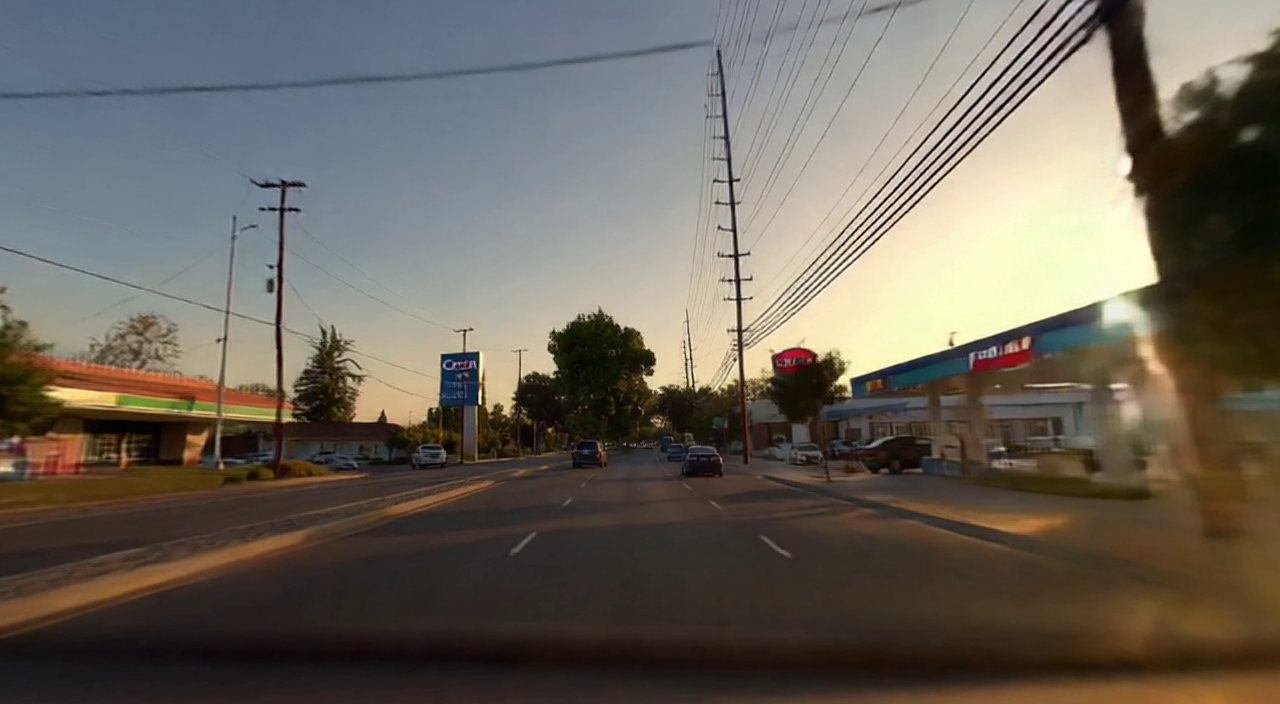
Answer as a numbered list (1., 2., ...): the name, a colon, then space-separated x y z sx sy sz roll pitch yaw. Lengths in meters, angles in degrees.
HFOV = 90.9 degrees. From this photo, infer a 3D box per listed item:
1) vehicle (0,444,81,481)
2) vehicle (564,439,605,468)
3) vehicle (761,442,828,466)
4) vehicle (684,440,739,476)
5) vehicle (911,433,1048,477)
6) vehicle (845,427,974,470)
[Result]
1. vehicle: -31.307 5.585 31.981 1.859 1.704 4.366 -1 -9 -1
2. vehicle: -3.331 6.200 38.576 2.047 1.664 4.148 0 -9 0
3. vehicle: 10.936 7.232 44.814 4.144 1.540 1.913 -1 -7 -7
4. vehicle: 3.338 5.028 30.134 1.978 1.455 4.195 3 -9 -1
5. vehicle: 12.919 3.913 24.105 4.126 1.523 2.063 1 -9 -11
6. vehicle: 12.148 4.381 28.644 4.832 1.813 2.170 0 -9 -5
